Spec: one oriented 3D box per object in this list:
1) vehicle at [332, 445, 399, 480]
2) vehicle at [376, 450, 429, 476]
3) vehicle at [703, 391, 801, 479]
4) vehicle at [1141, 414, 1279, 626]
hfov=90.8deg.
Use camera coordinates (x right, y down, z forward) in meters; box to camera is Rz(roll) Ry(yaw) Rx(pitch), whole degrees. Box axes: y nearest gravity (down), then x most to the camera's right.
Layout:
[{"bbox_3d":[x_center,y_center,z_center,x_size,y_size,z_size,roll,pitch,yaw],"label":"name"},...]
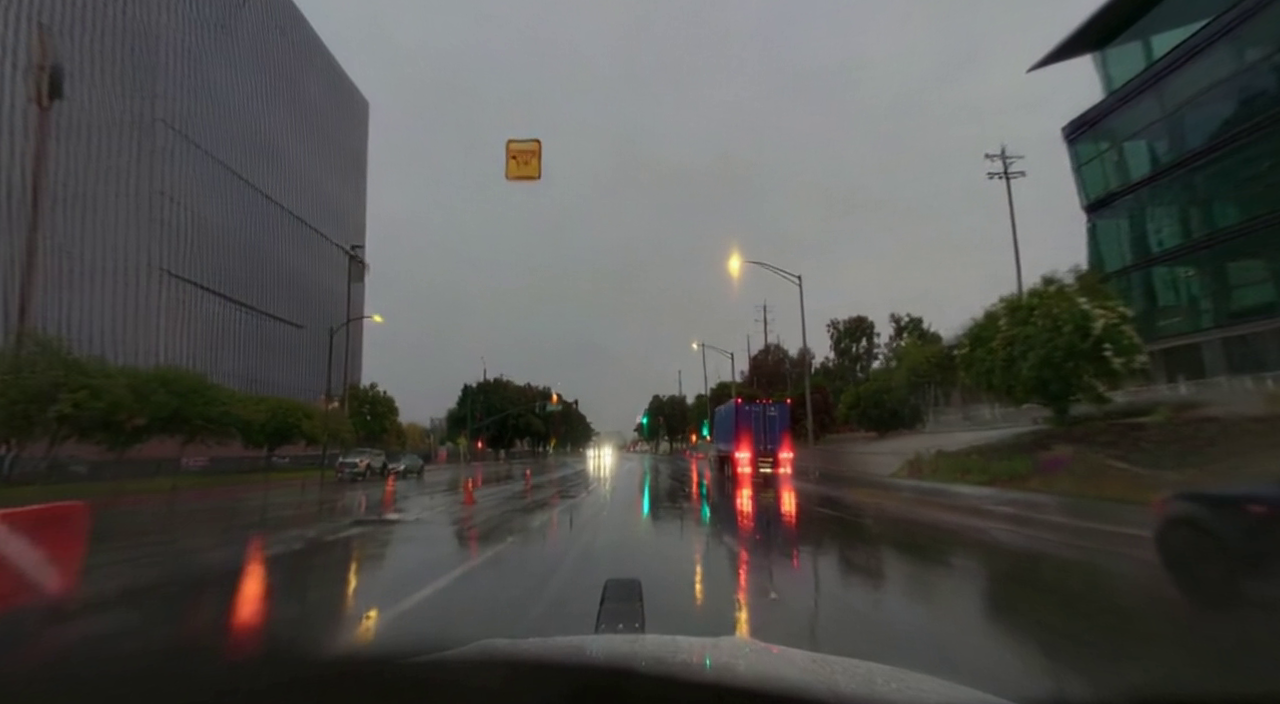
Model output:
[{"bbox_3d":[-16.801,6.767,39.005,1.937,1.984,4.928,0,-9,0],"label":"vehicle"},{"bbox_3d":[-16.795,7.834,44.858,1.925,1.665,4.893,0,-9,-1],"label":"vehicle"},{"bbox_3d":[5.470,4.440,33.140,3.176,3.913,9.805,0,-9,-1],"label":"vehicle"},{"bbox_3d":[6.035,1.154,3.914,2.098,1.619,4.433,0,-9,-2],"label":"vehicle"}]
